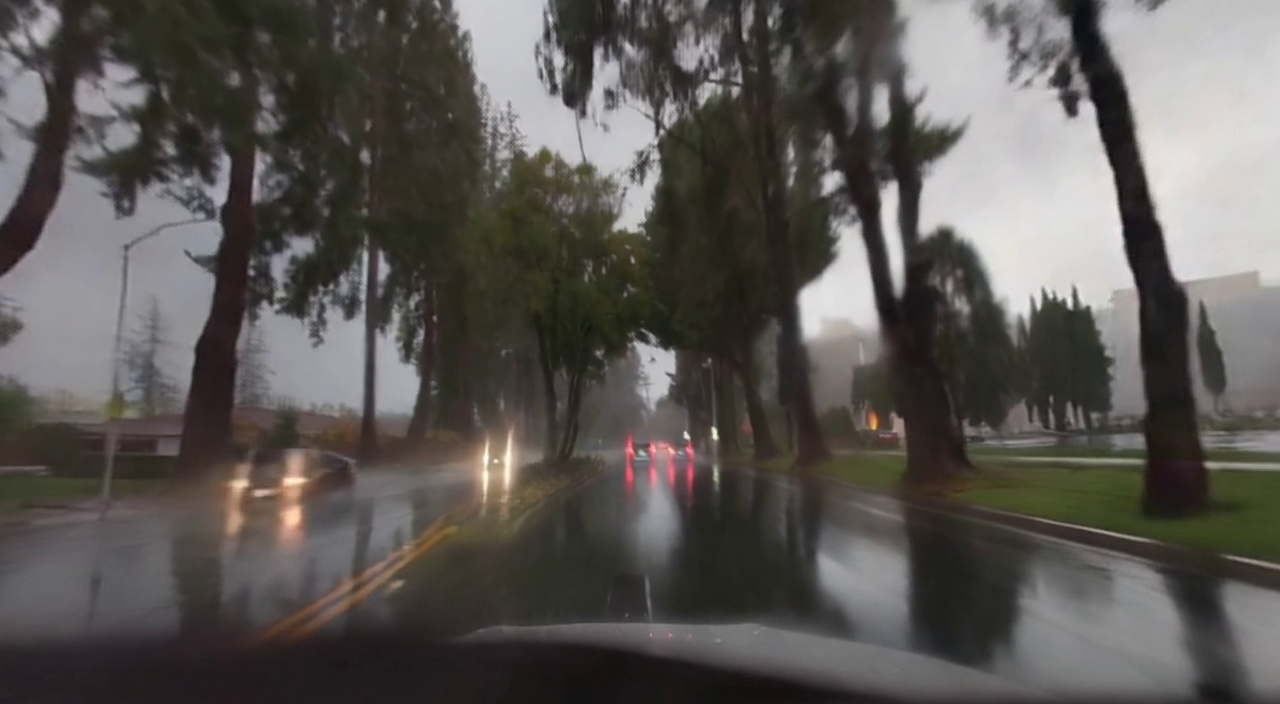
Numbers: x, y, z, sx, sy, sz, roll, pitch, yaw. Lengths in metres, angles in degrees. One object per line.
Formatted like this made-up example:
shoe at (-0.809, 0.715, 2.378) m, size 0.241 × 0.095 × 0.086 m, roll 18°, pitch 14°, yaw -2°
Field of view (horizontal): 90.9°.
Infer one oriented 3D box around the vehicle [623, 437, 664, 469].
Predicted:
vehicle at (0.159, 5.572, 34.886) m, size 2.109 × 1.612 × 3.963 m, roll 0°, pitch -8°, yaw -1°

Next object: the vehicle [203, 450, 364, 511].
vehicle at (-10.048, 3.607, 18.307) m, size 1.932 × 1.484 × 4.683 m, roll 0°, pitch -8°, yaw 0°

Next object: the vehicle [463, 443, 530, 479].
vehicle at (-6.481, 4.944, 28.995) m, size 2.020 × 1.512 × 4.296 m, roll 0°, pitch -8°, yaw 1°

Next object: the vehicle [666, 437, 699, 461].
vehicle at (3.248, 7.523, 48.976) m, size 2.189 × 1.766 × 4.495 m, roll 0°, pitch -8°, yaw 0°
